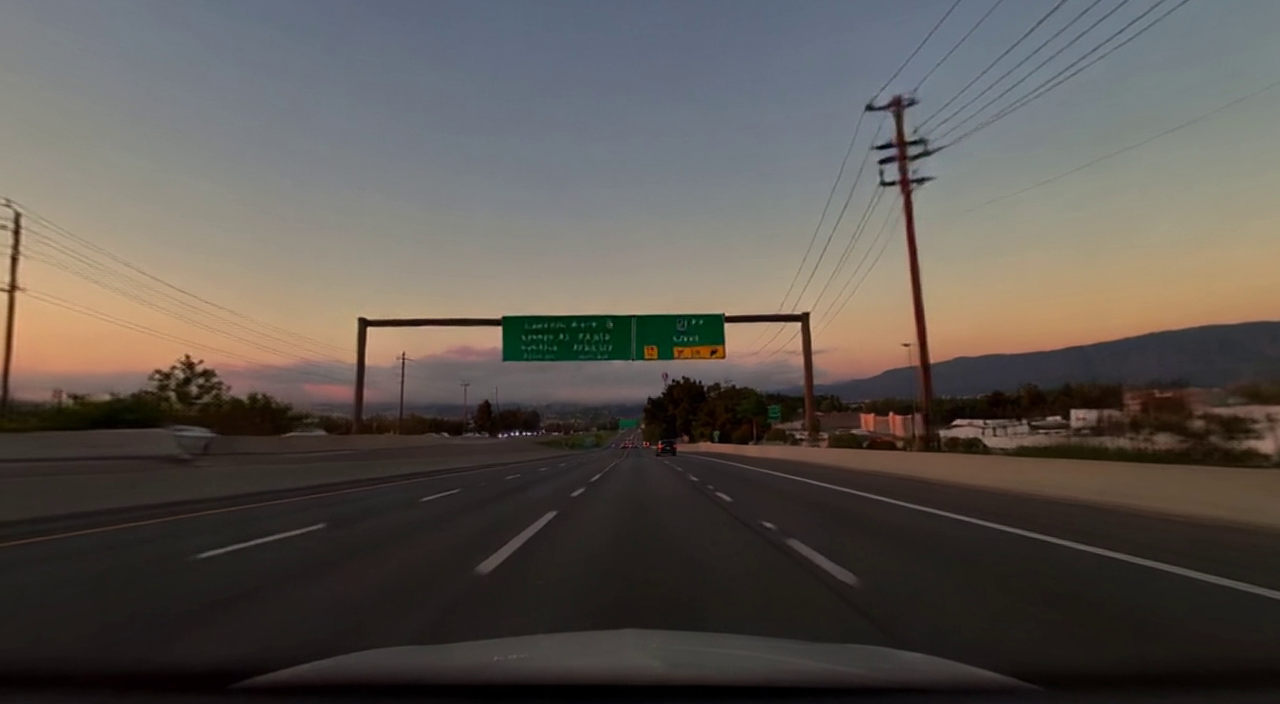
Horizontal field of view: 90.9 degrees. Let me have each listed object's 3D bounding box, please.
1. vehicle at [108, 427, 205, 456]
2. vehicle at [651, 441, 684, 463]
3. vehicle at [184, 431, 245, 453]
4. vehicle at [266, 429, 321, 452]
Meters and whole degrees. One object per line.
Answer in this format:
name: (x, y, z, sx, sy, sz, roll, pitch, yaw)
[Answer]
vehicle: (-25.969, 4.845, 34.088, 1.737, 1.421, 4.473, 0, -8, 0)
vehicle: (1.884, 7.025, 44.400, 2.036, 1.486, 4.375, 0, -8, -2)
vehicle: (-29.933, 6.385, 44.500, 1.671, 1.450, 3.753, 0, -8, 0)
vehicle: (-26.350, 6.784, 48.116, 1.796, 1.563, 3.964, 3, -8, 0)
